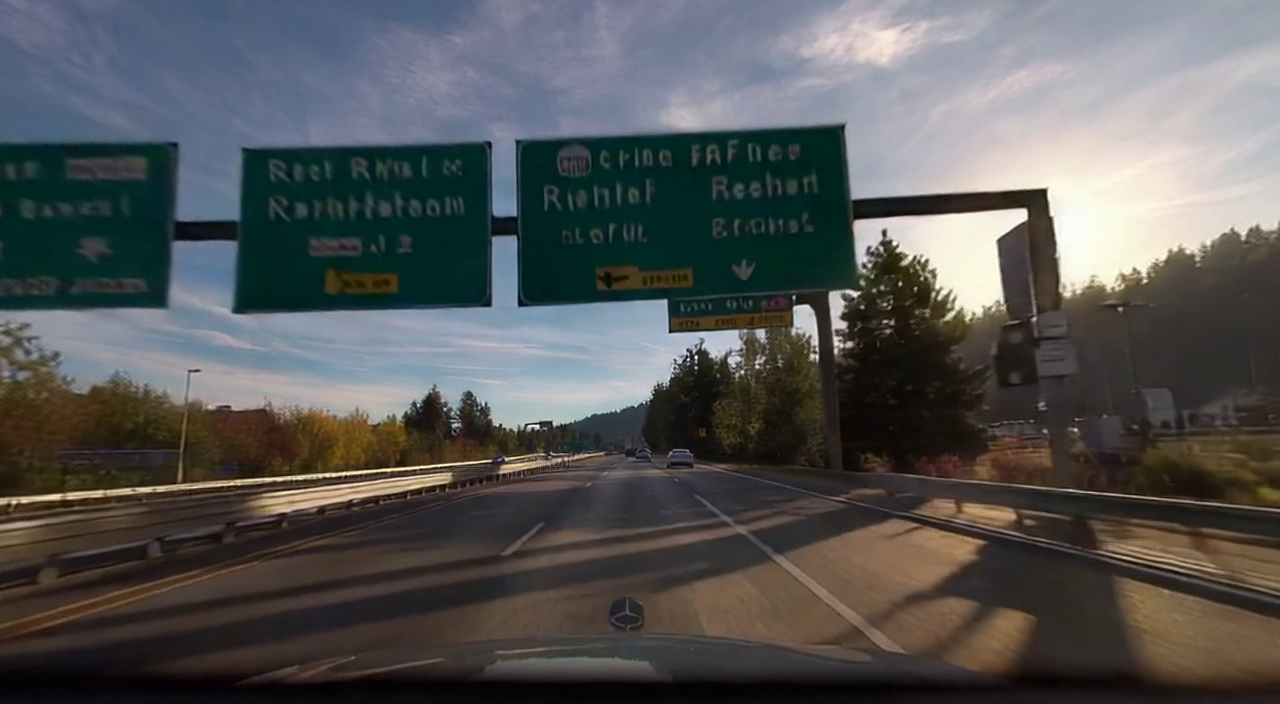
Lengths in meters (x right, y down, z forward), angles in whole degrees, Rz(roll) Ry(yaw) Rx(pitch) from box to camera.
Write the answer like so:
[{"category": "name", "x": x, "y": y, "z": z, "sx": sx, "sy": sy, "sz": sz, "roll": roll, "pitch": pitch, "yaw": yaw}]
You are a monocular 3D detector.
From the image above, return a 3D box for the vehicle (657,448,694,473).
[{"category": "vehicle", "x": 2.169, "y": 6.724, "z": 39.235, "sx": 2.036, "sy": 1.457, "sz": 3.471, "roll": 0, "pitch": -9, "yaw": -1}]
